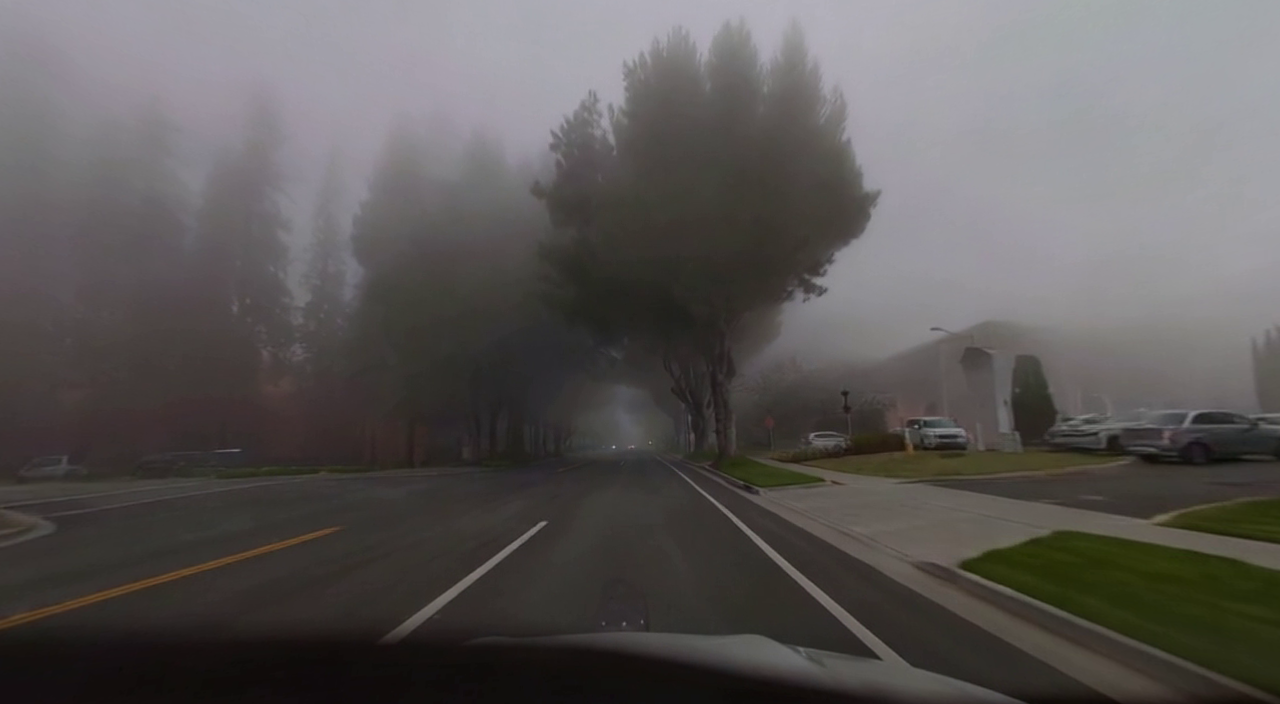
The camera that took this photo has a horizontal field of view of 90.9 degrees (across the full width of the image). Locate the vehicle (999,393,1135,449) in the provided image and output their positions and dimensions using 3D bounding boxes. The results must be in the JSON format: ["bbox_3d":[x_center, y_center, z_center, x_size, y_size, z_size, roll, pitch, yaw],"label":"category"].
[{"bbox_3d":[16.879,2.844,25.313,2.027,1.910,4.824,-3,-8,1],"label":"vehicle"}]

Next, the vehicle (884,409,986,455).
[{"bbox_3d":[11.741,3.281,25.529,2.036,1.636,4.995,0,-8,5],"label":"vehicle"}]

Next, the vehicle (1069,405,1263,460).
[{"bbox_3d":[15.177,2.412,18.593,1.866,1.420,4.447,0,-9,0],"label":"vehicle"}]
